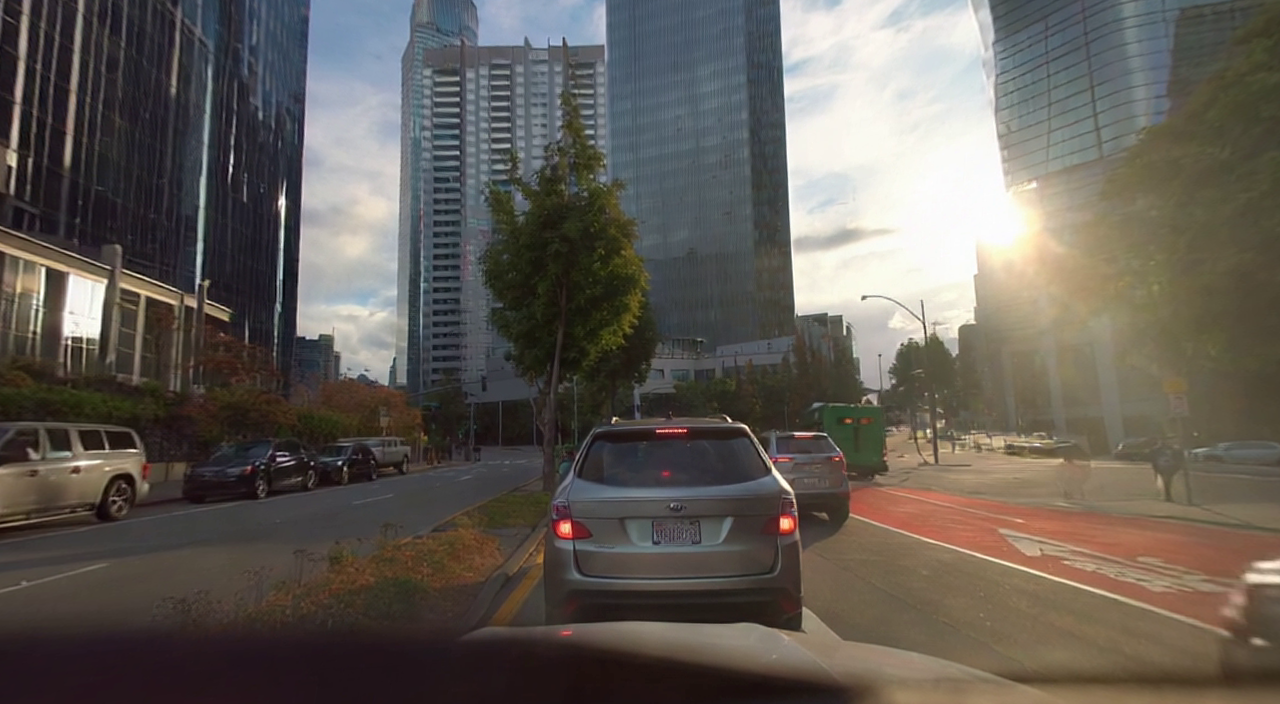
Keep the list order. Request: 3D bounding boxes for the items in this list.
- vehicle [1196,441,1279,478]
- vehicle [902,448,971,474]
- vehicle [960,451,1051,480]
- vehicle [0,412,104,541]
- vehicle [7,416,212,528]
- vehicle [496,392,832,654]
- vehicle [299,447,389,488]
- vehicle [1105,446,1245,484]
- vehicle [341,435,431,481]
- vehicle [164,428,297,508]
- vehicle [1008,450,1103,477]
[{"bbox_3d":[36.604,6.281,37.128,5.476,2.081,2.053,-6,-10,33],"label":"vehicle"},{"bbox_3d":[21.880,7.995,46.597,4.211,1.820,2.094,-6,-10,35],"label":"vehicle"},{"bbox_3d":[23.866,7.373,41.301,4.956,1.706,1.822,-6,-10,33],"label":"vehicle"},{"bbox_3d":[-10.499,1.918,9.756,1.543,1.946,3.454,1,-9,-6],"label":"vehicle"},{"bbox_3d":[-10.871,2.444,13.292,1.482,2.019,3.297,0,-9,-4],"label":"vehicle"},{"bbox_3d":[0.203,1.427,6.292,2.192,1.695,4.142,0,-8,1],"label":"vehicle"},{"bbox_3d":[-11.584,4.505,25.067,1.791,1.463,4.210,0,-9,-4],"label":"vehicle"},{"bbox_3d":[30.848,6.507,36.761,5.890,1.996,2.155,-6,-10,34],"label":"vehicle"},{"bbox_3d":[-12.081,5.072,30.579,2.338,1.963,5.740,0,-9,-4],"label":"vehicle"},{"bbox_3d":[-11.223,3.163,17.621,1.559,1.973,3.419,1,-9,-5],"label":"vehicle"},{"bbox_3d":[27.980,7.494,42.663,5.153,1.626,1.895,-6,-10,33],"label":"vehicle"}]
